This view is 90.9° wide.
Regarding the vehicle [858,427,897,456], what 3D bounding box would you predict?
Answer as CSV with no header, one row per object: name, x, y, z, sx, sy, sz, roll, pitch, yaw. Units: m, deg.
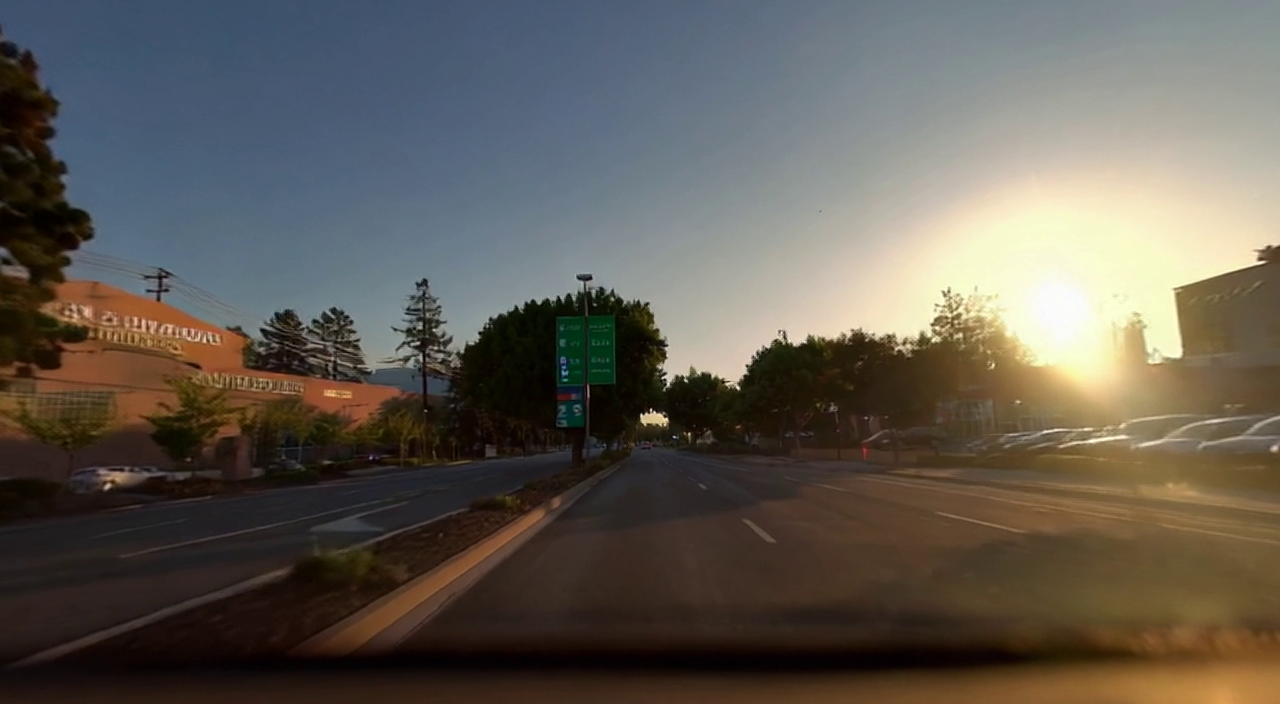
vehicle,18.042,6.775,47.618,2.425,2.043,5.455,-4,-9,23

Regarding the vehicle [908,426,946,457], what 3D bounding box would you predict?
vehicle,21.943,6.808,48.313,2.240,2.095,5.149,-6,-7,22
